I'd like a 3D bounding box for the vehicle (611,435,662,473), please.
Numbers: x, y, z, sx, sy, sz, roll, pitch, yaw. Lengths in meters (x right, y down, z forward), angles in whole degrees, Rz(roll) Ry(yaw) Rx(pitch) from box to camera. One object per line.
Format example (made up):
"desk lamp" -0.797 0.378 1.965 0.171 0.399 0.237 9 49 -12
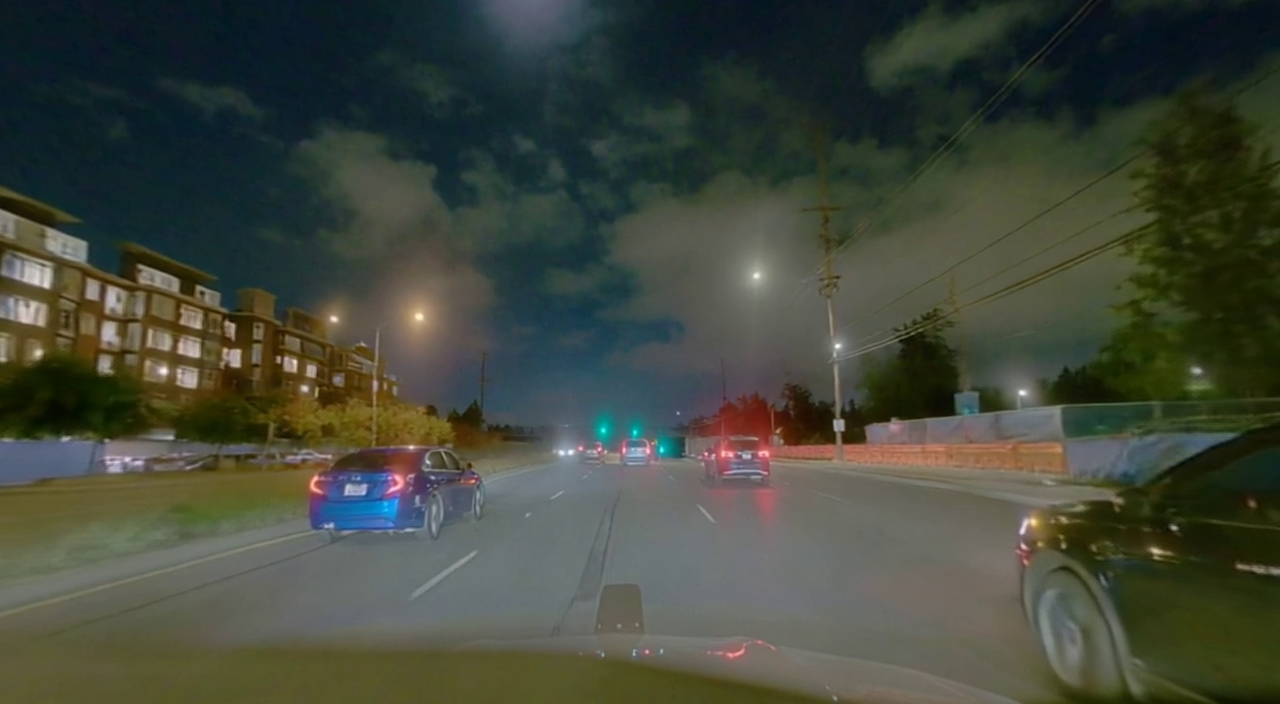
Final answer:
"vehicle" -0.178 4.959 30.944 2.291 1.714 4.217 0 -8 0

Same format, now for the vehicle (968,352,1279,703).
"vehicle" 3.212 0.809 2.210 1.975 1.598 4.025 0 -8 1

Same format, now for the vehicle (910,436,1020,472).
"vehicle" 16.300 5.090 31.767 4.594 1.664 2.036 -6 -10 34

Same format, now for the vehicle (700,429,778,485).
"vehicle" 3.428 3.716 22.679 2.029 1.797 4.218 0 -8 -1

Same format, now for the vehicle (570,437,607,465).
"vehicle" -3.524 6.864 44.107 2.190 1.832 4.417 0 -8 1

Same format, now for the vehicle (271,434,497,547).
"vehicle" -3.849 2.140 10.468 1.968 1.473 4.209 0 -8 0
